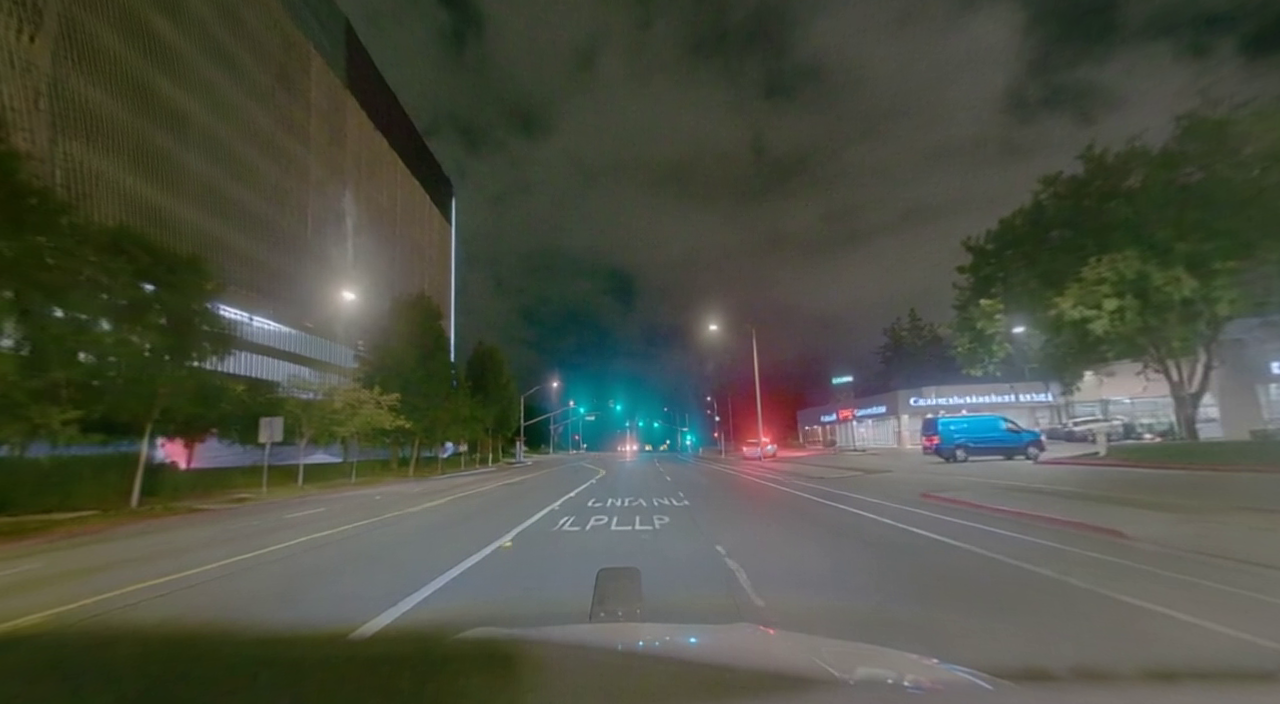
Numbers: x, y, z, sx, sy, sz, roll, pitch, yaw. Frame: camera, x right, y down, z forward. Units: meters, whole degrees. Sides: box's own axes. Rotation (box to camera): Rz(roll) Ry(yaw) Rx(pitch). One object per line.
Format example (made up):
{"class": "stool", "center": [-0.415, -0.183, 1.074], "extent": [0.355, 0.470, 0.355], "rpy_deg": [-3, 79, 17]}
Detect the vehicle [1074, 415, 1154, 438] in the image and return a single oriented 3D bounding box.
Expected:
{"class": "vehicle", "center": [36.270, 5.766, 48.298], "extent": [1.947, 1.592, 4.418], "rpy_deg": [4, -9, -24]}

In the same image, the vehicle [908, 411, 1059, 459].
{"class": "vehicle", "center": [15.867, 3.879, 29.376], "extent": [5.546, 2.117, 2.443], "rpy_deg": [0, -9, 0]}
